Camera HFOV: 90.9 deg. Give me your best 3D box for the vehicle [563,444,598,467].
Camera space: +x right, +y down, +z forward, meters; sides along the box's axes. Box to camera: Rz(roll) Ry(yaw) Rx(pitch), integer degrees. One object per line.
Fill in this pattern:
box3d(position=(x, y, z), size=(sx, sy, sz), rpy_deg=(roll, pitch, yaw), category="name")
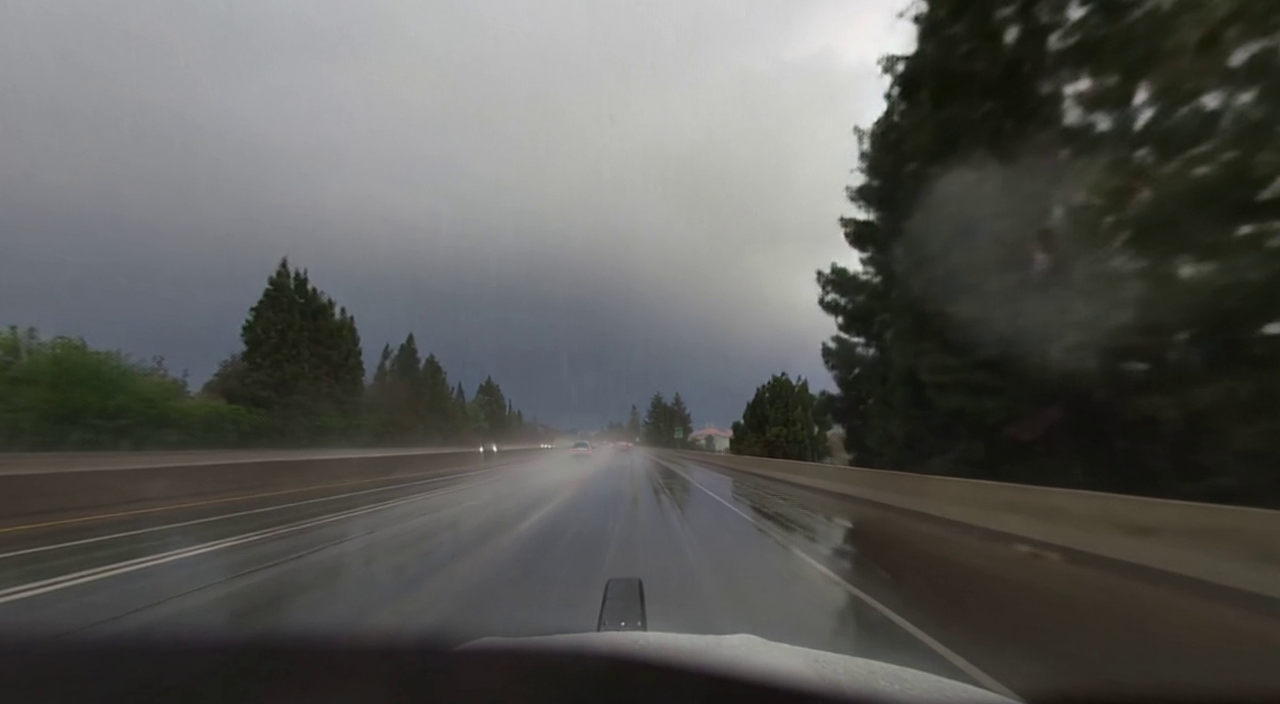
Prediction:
box3d(position=(-4.170, 7.329, 44.816), size=(2.083, 1.560, 4.713), rpy_deg=(0, -9, -1), category="vehicle")
